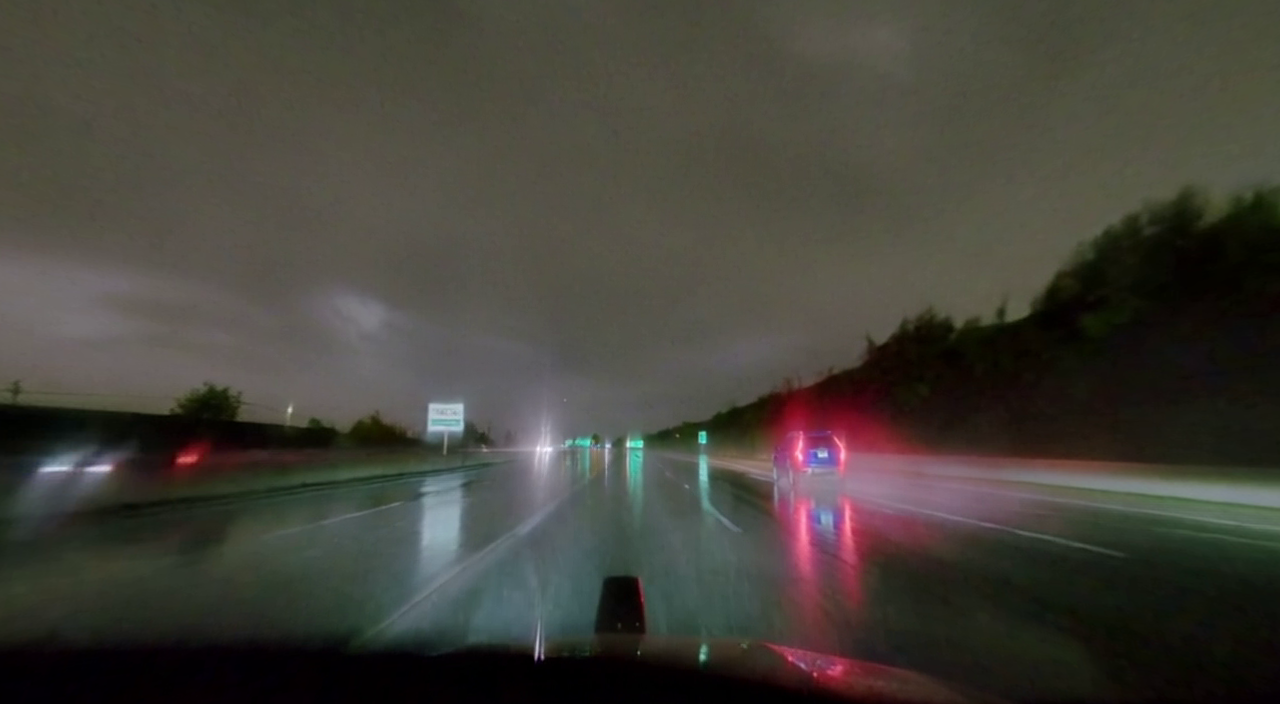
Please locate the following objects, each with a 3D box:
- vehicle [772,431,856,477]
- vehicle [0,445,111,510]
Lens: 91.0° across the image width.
[{"bbox_3d":[7.030,4.193,26.009,2.091,1.711,4.383,0,-9,-2],"label":"vehicle"},{"bbox_3d":[-15.884,3.072,15.609,1.961,1.511,4.018,0,-9,1],"label":"vehicle"}]
